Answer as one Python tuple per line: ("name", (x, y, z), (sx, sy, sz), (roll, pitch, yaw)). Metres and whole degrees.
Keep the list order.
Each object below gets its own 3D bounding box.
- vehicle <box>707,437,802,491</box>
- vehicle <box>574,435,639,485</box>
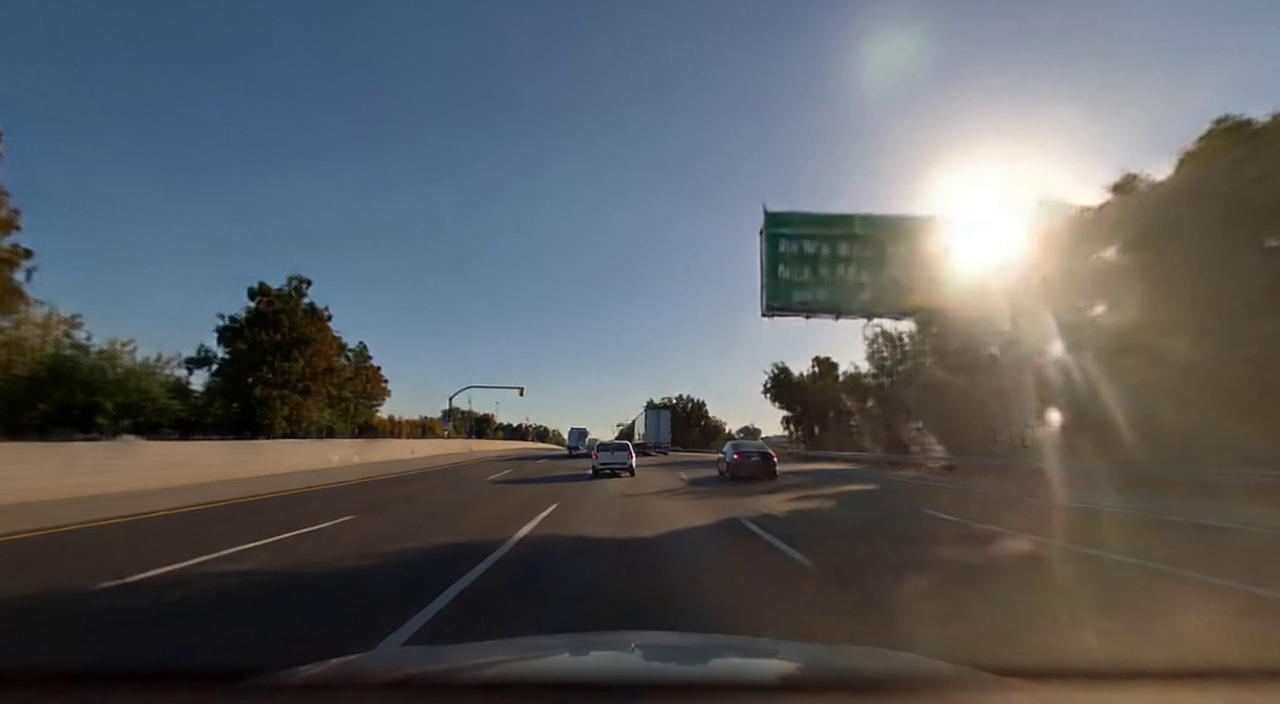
("vehicle", (3.424, 3.432, 19.710), (1.971, 1.472, 4.301), (0, -8, -2))
("vehicle", (-1.069, 3.628, 21.441), (2.020, 1.516, 3.951), (0, -8, -1))
